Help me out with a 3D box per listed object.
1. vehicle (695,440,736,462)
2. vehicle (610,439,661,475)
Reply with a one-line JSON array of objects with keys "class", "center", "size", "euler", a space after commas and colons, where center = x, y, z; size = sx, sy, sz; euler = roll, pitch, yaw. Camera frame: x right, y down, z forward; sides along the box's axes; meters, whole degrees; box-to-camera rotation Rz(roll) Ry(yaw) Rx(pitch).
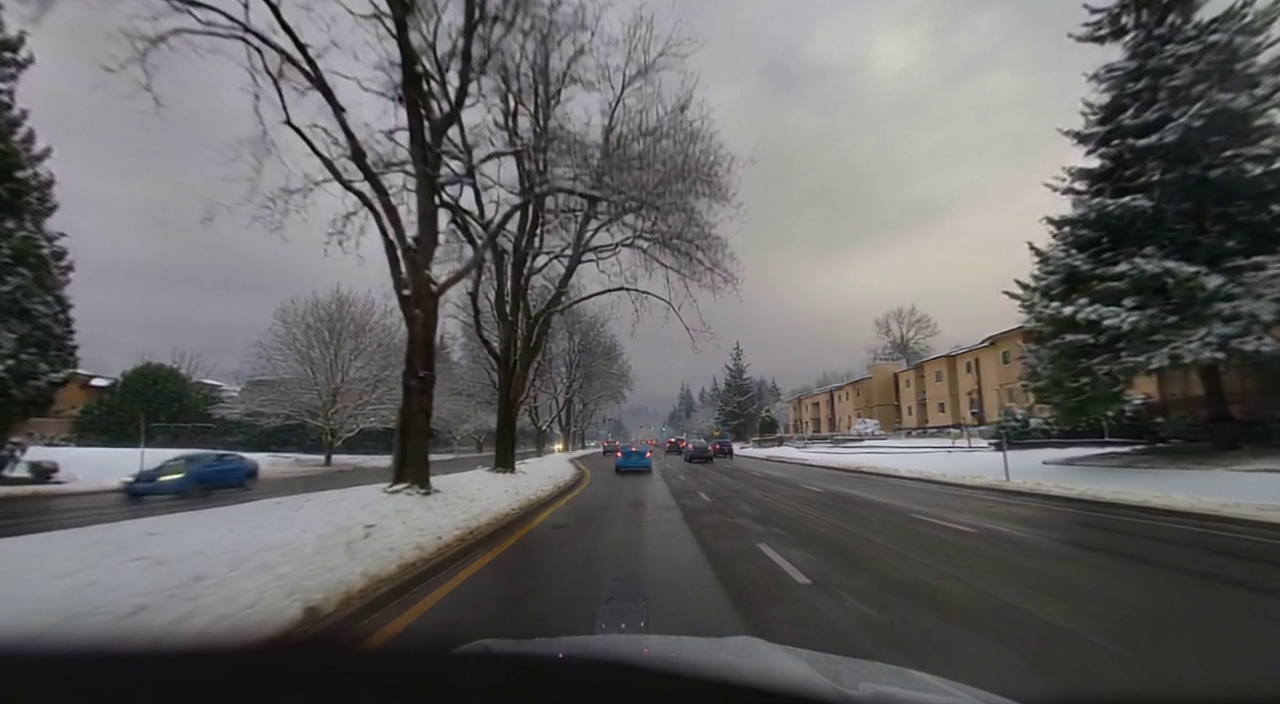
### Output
[{"class": "vehicle", "center": [5.318, 7.089, 45.158], "size": [2.067, 1.514, 4.188], "euler": [0, -9, -5]}, {"class": "vehicle", "center": [-0.161, 4.624, 27.985], "size": [2.102, 1.481, 3.907], "euler": [0, -8, 0]}]
